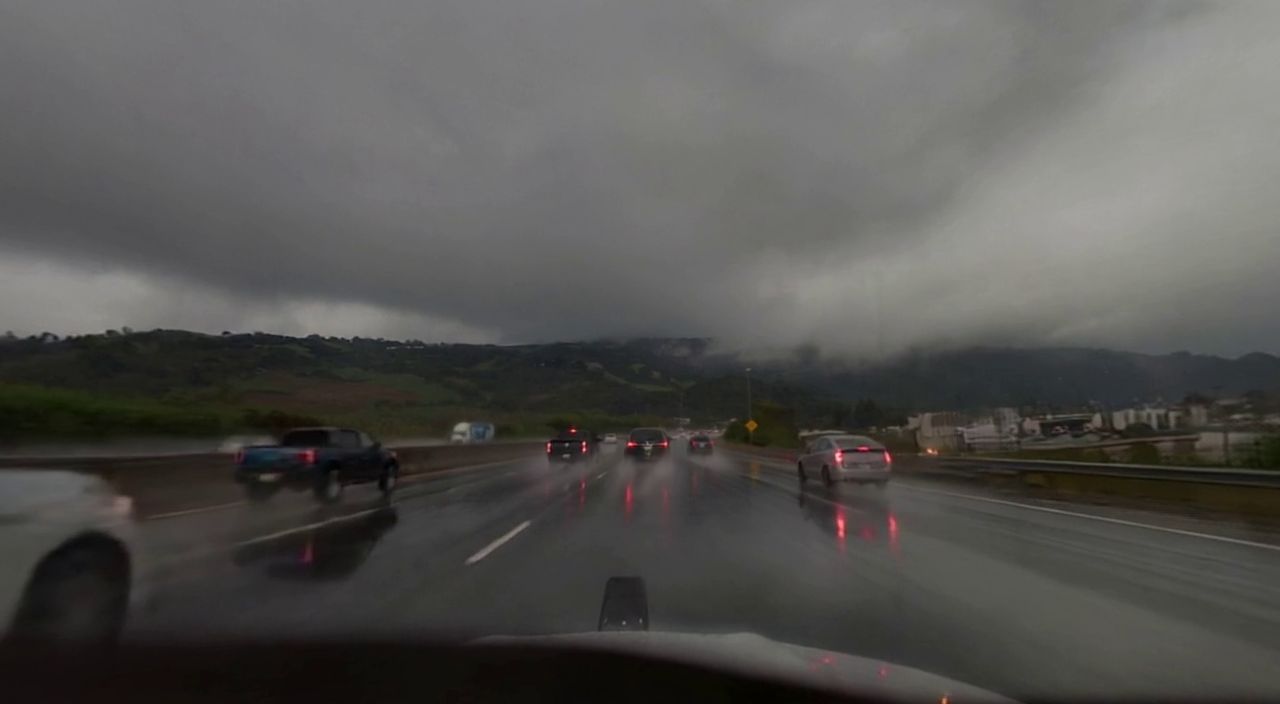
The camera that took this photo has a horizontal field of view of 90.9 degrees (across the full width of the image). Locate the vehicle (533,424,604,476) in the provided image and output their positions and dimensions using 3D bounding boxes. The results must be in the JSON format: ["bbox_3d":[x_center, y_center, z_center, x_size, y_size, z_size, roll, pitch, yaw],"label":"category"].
[{"bbox_3d":[-2.962,4.242,27.504,2.316,1.999,5.765,0,-8,1],"label":"vehicle"}]

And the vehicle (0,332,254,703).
[{"bbox_3d":[-3.859,0.718,1.991,2.160,1.799,5.001,0,-8,-1],"label":"vehicle"}]

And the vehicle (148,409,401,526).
[{"bbox_3d":[-6.618,2.149,12.220,2.036,1.813,4.564,-1,-8,2],"label":"vehicle"}]

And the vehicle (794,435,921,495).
[{"bbox_3d":[5.928,3.115,17.836,1.998,1.456,4.338,0,-8,0],"label":"vehicle"}]

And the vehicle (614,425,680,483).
[{"bbox_3d":[0.279,3.483,21.738,2.052,1.808,3.898,-1,-8,2],"label":"vehicle"}]

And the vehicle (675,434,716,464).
[{"bbox_3d":[3.448,6.112,39.889,2.067,1.775,4.372,0,-8,-2],"label":"vehicle"}]
